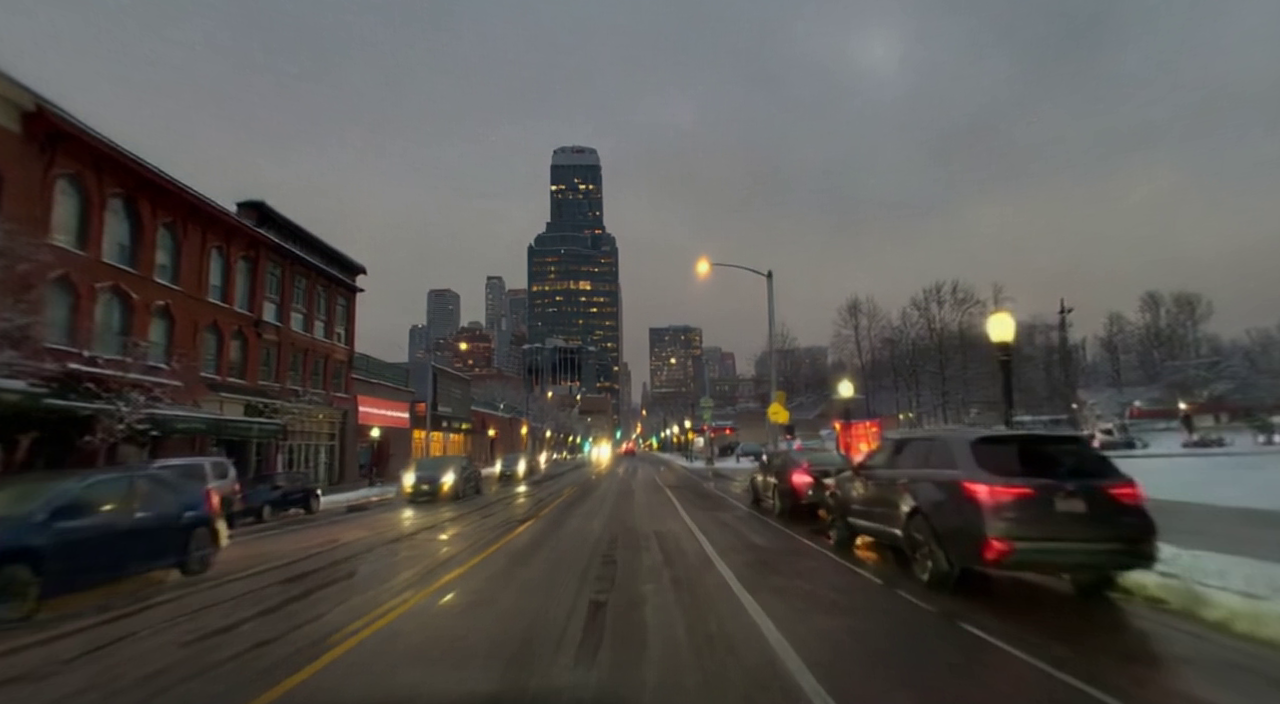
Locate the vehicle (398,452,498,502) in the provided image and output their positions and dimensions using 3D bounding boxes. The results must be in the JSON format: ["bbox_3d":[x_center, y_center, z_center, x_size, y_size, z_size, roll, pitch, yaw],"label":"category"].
[{"bbox_3d":[-6.516,4.270,22.121,1.993,1.484,4.812,0,-8,0],"label":"vehicle"}]

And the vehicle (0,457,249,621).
[{"bbox_3d":[-7.141,2.052,7.494,2.009,1.488,4.650,0,-8,0],"label":"vehicle"}]

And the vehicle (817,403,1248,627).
[{"bbox_3d":[3.810,1.653,7.513,1.881,1.751,4.859,0,-8,-2],"label":"vehicle"}]

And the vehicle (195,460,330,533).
[{"bbox_3d":[-11.165,4.239,18.996,1.812,1.538,3.761,-3,-5,0],"label":"vehicle"}]

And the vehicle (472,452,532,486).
[{"bbox_3d":[-6.674,5.703,31.146,1.962,1.475,4.580,0,-8,0],"label":"vehicle"}]
